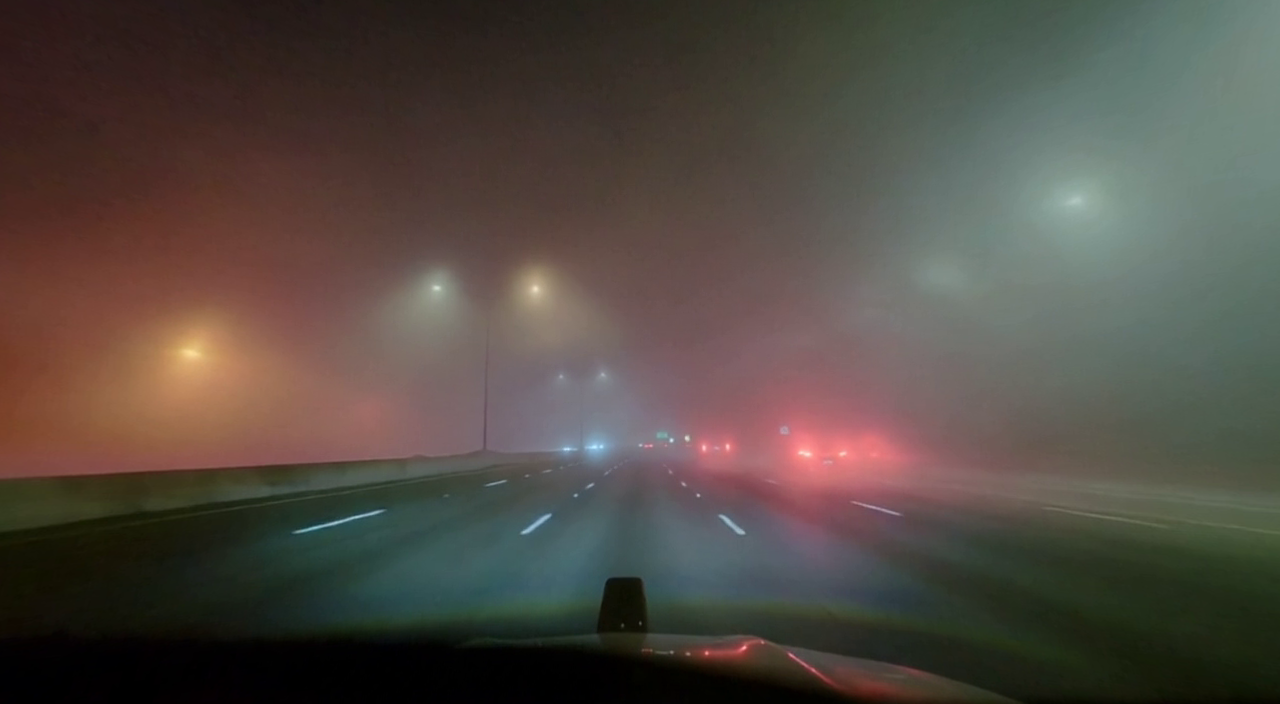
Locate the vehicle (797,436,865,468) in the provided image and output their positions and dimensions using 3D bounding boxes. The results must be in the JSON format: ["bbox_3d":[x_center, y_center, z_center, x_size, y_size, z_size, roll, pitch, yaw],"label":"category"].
[{"bbox_3d":[9.839,5.176,32.824,2.000,1.514,4.585,0,-9,-1],"label":"vehicle"}]
